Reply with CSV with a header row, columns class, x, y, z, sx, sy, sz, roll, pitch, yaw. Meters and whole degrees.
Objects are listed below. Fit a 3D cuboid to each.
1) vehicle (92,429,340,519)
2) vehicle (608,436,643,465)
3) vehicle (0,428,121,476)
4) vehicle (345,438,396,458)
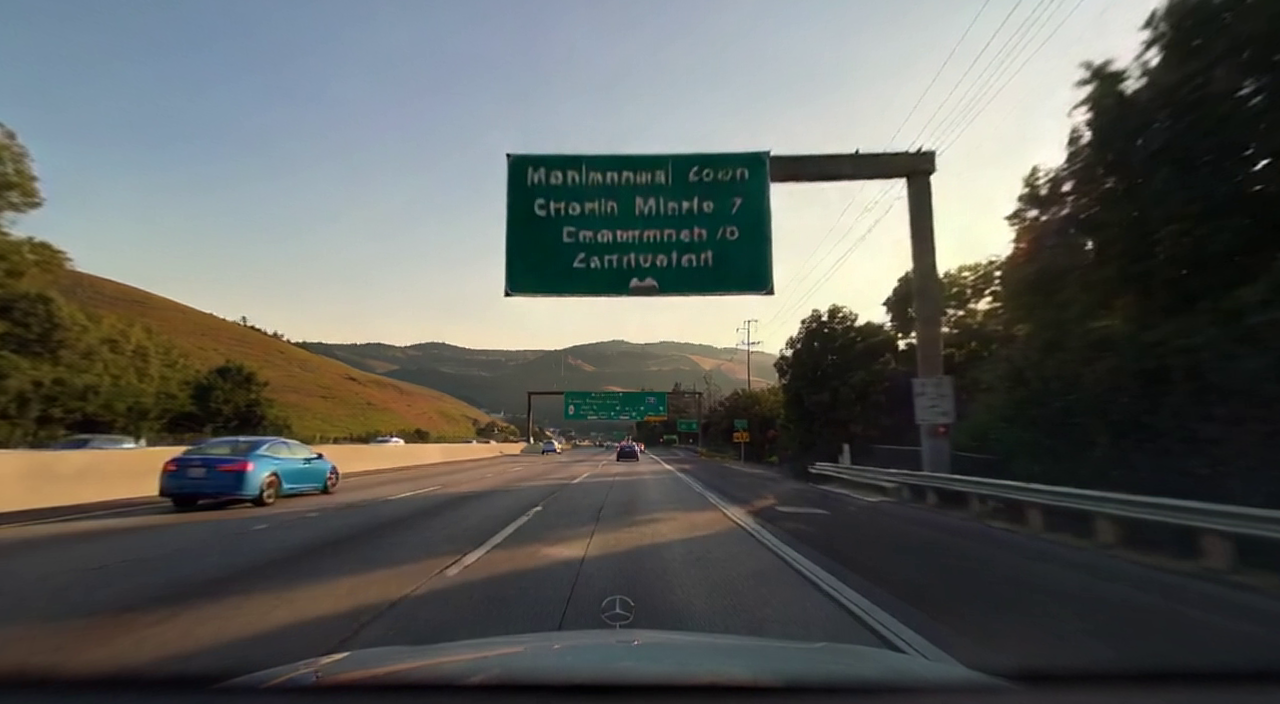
class,x,y,z,sx,sy,sz,roll,pitch,yaw
vehicle,-8.166,2.363,12.771,2.047,1.486,4.306,0,-8,0
vehicle,-0.896,6.036,38.709,2.040,1.715,3.906,0,-8,-1
vehicle,-19.744,3.307,20.920,1.750,1.449,3.748,0,-8,-1
vehicle,-20.378,7.296,47.832,1.892,1.454,4.599,0,-8,-1
